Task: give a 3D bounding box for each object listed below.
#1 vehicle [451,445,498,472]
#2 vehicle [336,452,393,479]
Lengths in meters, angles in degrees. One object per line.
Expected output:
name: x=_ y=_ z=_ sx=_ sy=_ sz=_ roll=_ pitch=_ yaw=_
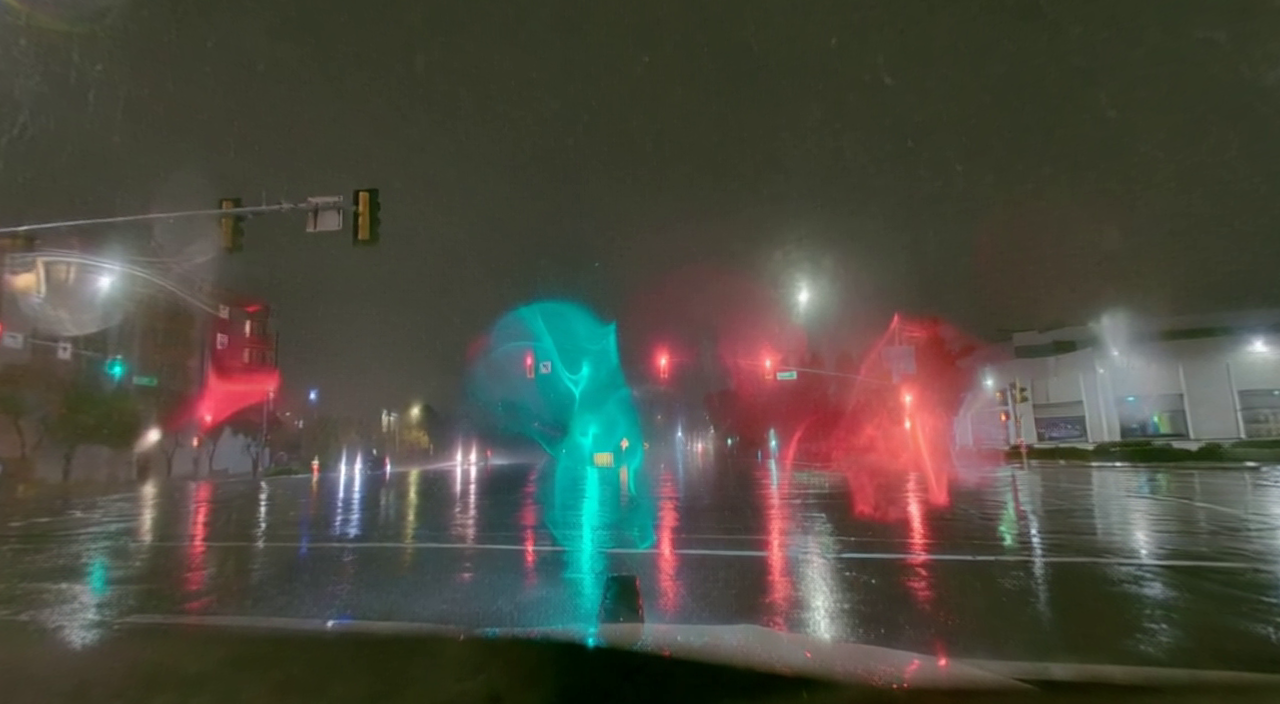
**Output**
vehicle: x=-12.163 y=7.854 z=46.670 sx=2.151 sy=1.847 sz=4.634 roll=0 pitch=-9 yaw=0
vehicle: x=-18.850 y=7.759 z=43.365 sx=1.933 sy=1.664 sz=4.255 roll=0 pitch=-9 yaw=1
